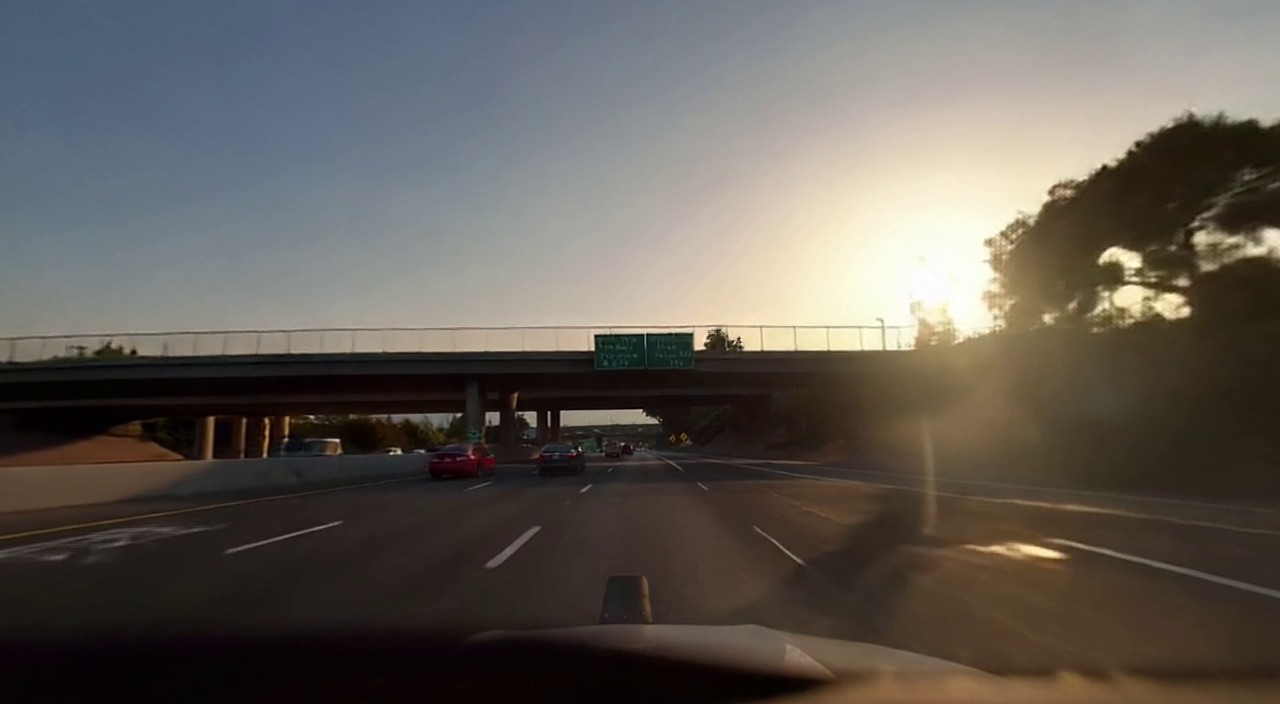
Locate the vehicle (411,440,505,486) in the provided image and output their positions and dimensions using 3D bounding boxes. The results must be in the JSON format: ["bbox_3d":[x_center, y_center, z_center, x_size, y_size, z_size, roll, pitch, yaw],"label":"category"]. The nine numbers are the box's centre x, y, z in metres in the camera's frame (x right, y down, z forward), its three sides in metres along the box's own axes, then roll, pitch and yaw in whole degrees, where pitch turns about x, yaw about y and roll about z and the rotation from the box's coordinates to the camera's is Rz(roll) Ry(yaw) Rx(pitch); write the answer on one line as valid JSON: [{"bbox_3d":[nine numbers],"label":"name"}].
[{"bbox_3d":[-6.776,4.181,24.135,2.069,1.551,4.830,0,-9,1],"label":"vehicle"}]

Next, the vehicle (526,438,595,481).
[{"bbox_3d":[-3.223,4.484,26.613,2.210,1.628,4.586,-1,-9,2],"label":"vehicle"}]
